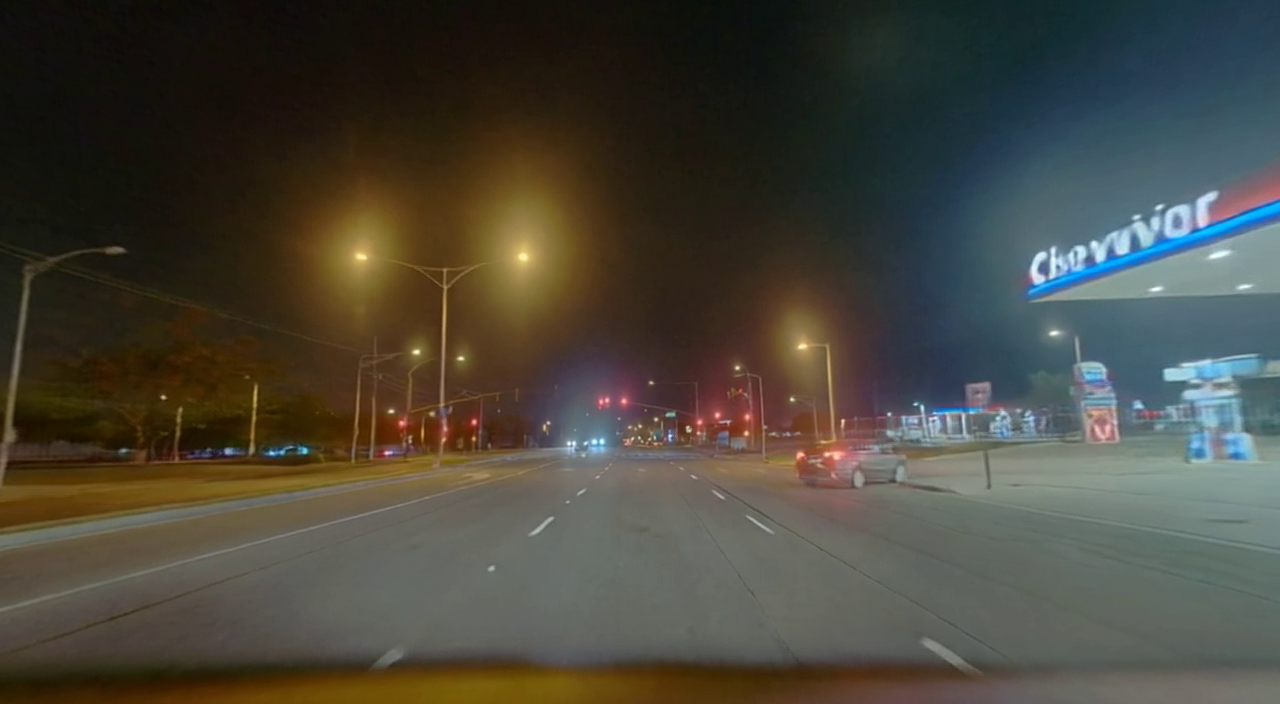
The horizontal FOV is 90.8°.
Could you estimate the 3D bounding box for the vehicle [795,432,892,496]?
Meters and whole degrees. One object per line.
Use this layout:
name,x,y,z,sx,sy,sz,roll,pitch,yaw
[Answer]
vehicle,5.405,2.959,17.194,2.113,1.470,4.867,-2,-9,15
